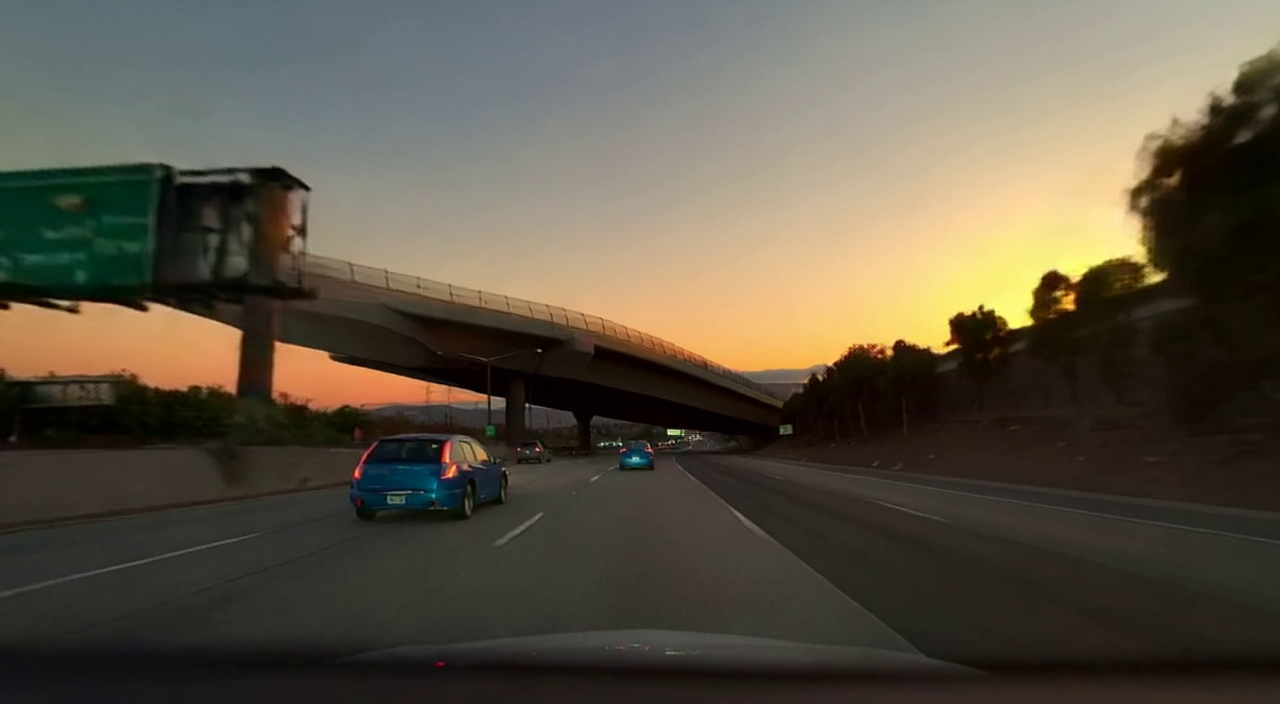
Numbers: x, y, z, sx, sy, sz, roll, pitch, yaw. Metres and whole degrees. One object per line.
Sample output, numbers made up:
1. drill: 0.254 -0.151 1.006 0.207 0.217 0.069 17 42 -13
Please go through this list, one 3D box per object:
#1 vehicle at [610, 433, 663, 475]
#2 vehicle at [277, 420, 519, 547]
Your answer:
1. vehicle: -0.109 4.475 27.765 2.155 1.690 4.318 0 -8 1
2. vehicle: -3.548 2.025 10.389 2.124 1.607 4.531 0 -8 1
